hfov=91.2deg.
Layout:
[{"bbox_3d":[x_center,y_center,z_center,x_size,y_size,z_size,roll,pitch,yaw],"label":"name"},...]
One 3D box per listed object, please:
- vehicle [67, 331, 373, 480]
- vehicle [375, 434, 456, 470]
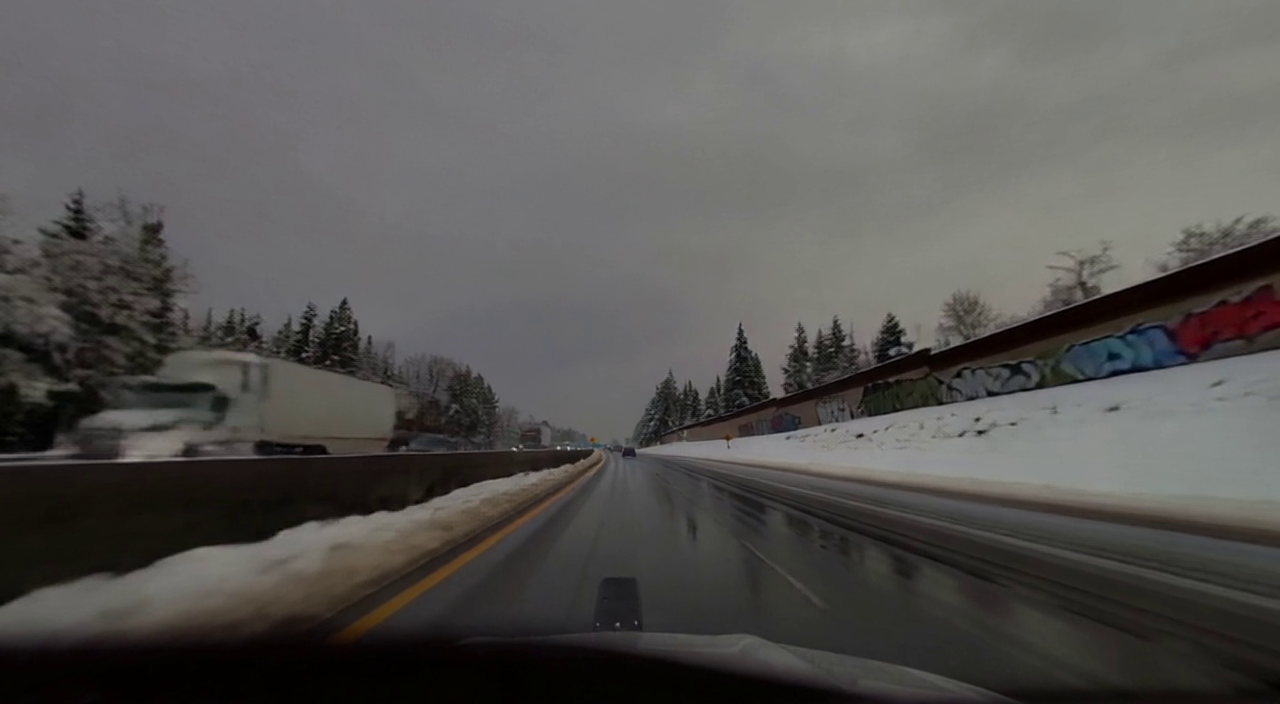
[{"bbox_3d":[-13.429,2.288,22.280,2.962,3.875,11.868,0,-9,-2],"label":"vehicle"},{"bbox_3d":[-10.001,4.496,28.313,2.141,1.485,4.219,0,-9,0],"label":"vehicle"}]
